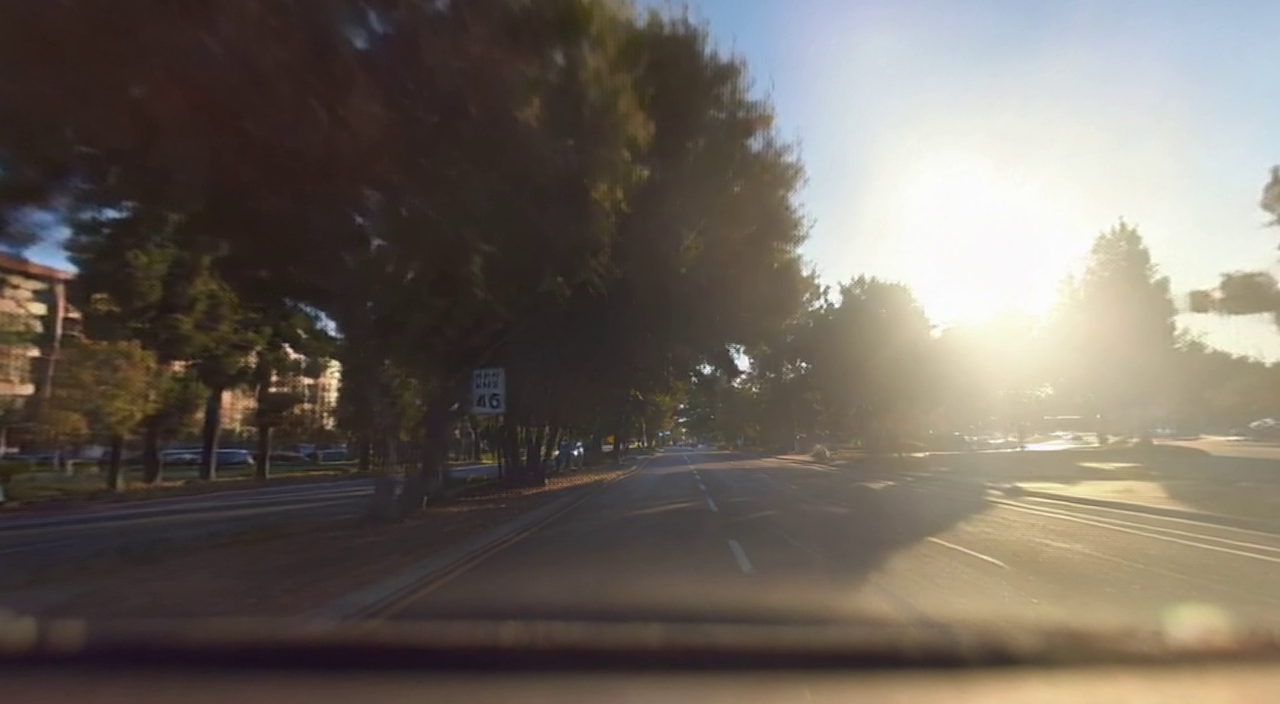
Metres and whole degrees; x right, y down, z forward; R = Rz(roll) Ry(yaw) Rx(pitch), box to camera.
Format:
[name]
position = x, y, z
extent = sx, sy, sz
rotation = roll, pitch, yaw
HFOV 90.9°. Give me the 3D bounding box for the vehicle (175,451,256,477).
[vehicle]
position = -25.569, 6.738, 38.052
extent = 3.651, 1.453, 1.643
rotation = 0, -8, 2
